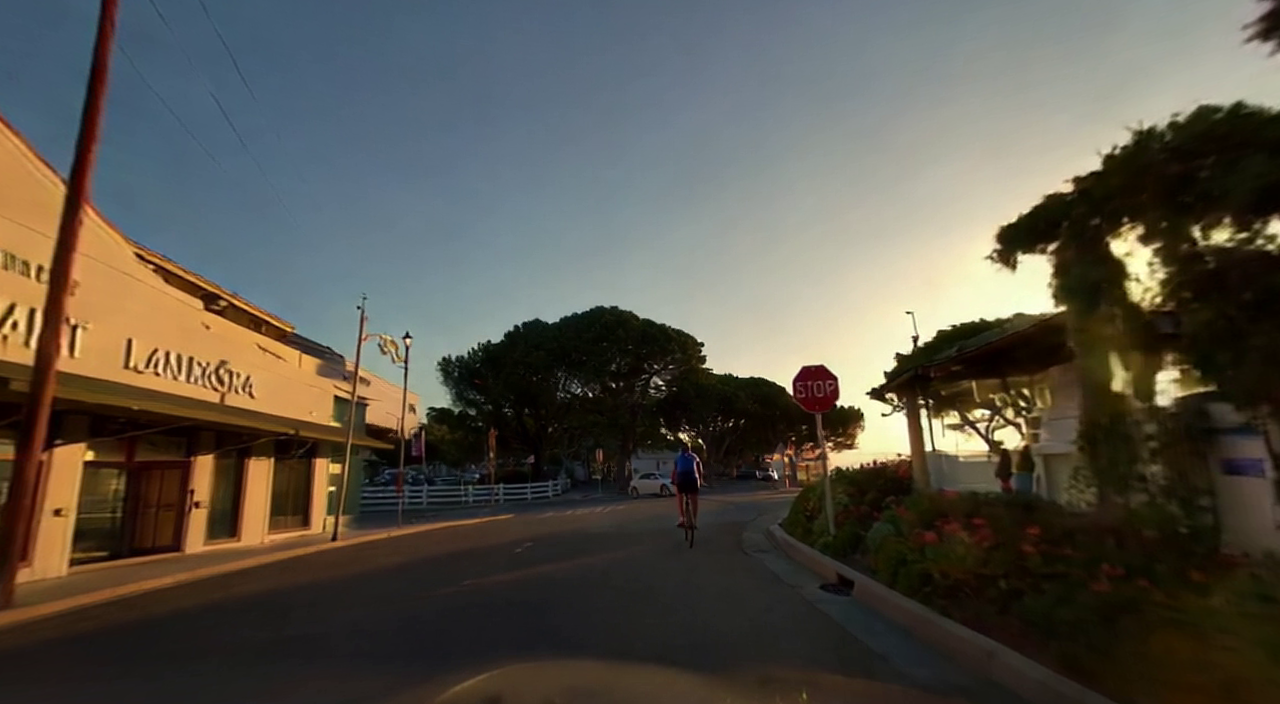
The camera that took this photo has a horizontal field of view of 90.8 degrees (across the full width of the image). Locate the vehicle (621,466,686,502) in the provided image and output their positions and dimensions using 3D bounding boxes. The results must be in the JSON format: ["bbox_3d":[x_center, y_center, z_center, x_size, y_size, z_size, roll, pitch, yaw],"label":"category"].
[{"bbox_3d":[0.562,6.563,31.877,2.112,1.479,5.323,2,-9,-12],"label":"vehicle"}]
